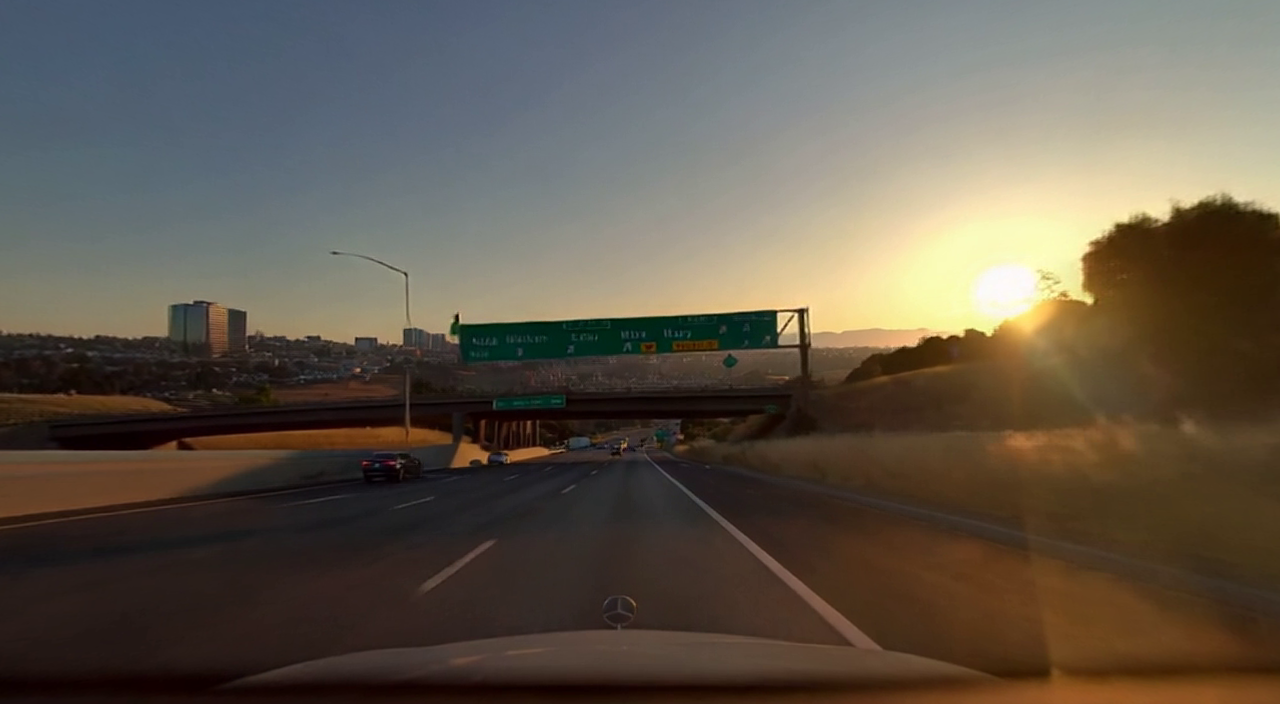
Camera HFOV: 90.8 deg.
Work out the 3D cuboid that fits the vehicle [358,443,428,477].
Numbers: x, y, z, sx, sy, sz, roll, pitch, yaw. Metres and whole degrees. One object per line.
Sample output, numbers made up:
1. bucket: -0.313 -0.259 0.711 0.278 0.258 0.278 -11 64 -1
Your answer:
1. vehicle: -14.404 6.314 37.234 2.049 1.792 5.177 0 -9 0
